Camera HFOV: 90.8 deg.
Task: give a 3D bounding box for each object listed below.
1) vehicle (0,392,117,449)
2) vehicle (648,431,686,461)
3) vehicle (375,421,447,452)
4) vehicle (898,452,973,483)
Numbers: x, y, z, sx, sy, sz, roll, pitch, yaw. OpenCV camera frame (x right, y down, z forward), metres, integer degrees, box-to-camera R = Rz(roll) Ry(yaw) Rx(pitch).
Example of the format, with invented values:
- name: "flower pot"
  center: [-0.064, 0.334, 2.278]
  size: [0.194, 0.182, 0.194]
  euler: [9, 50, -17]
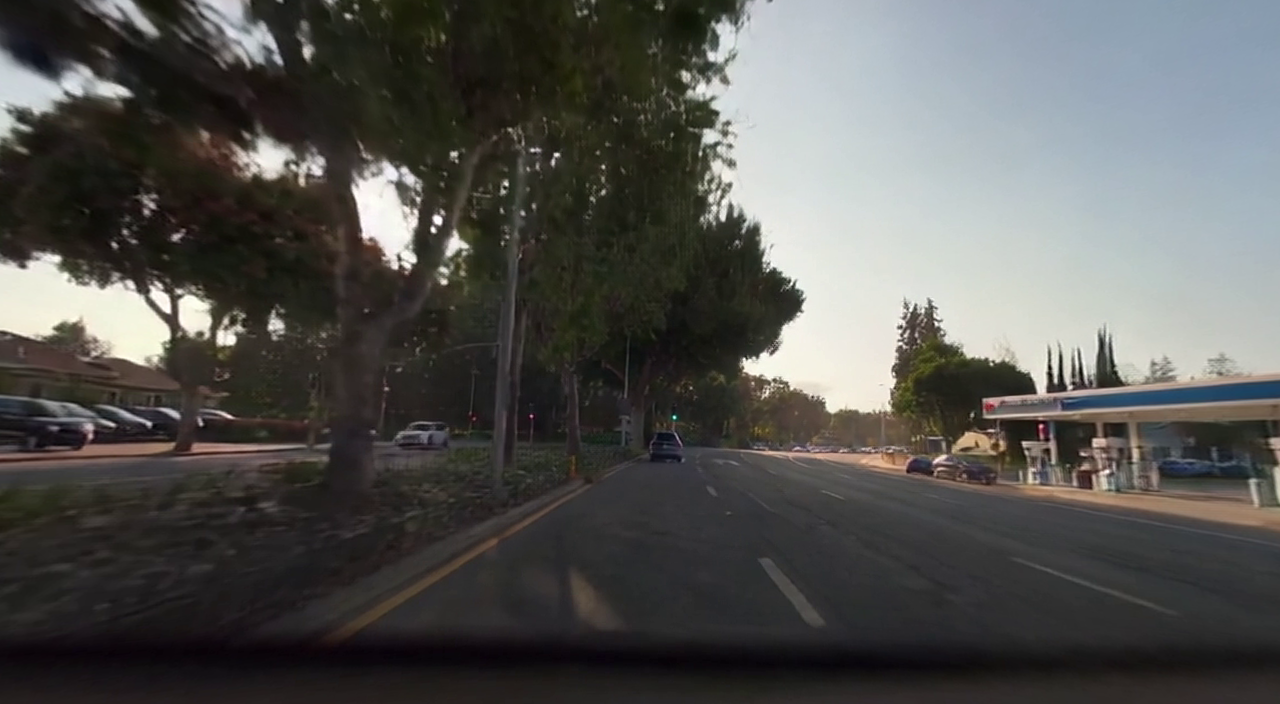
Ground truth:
- name: "vehicle"
  center: [-22.763, 2.511, 22.917]
  size: [5.480, 1.887, 2.376]
  euler: [0, -9, 4]
- name: "vehicle"
  center: [1.633, 5.557, 37.246]
  size: [2.055, 1.655, 4.204]
  euler: [0, -8, 4]
- name: "vehicle"
  center: [-11.611, 4.378, 32.408]
  size: [2.027, 1.486, 4.105]
  euler: [0, -8, 2]
- name: "vehicle"
  center: [15.572, 6.066, 33.606]
  size: [2.099, 1.464, 4.615]
  euler: [-1, -8, 5]
